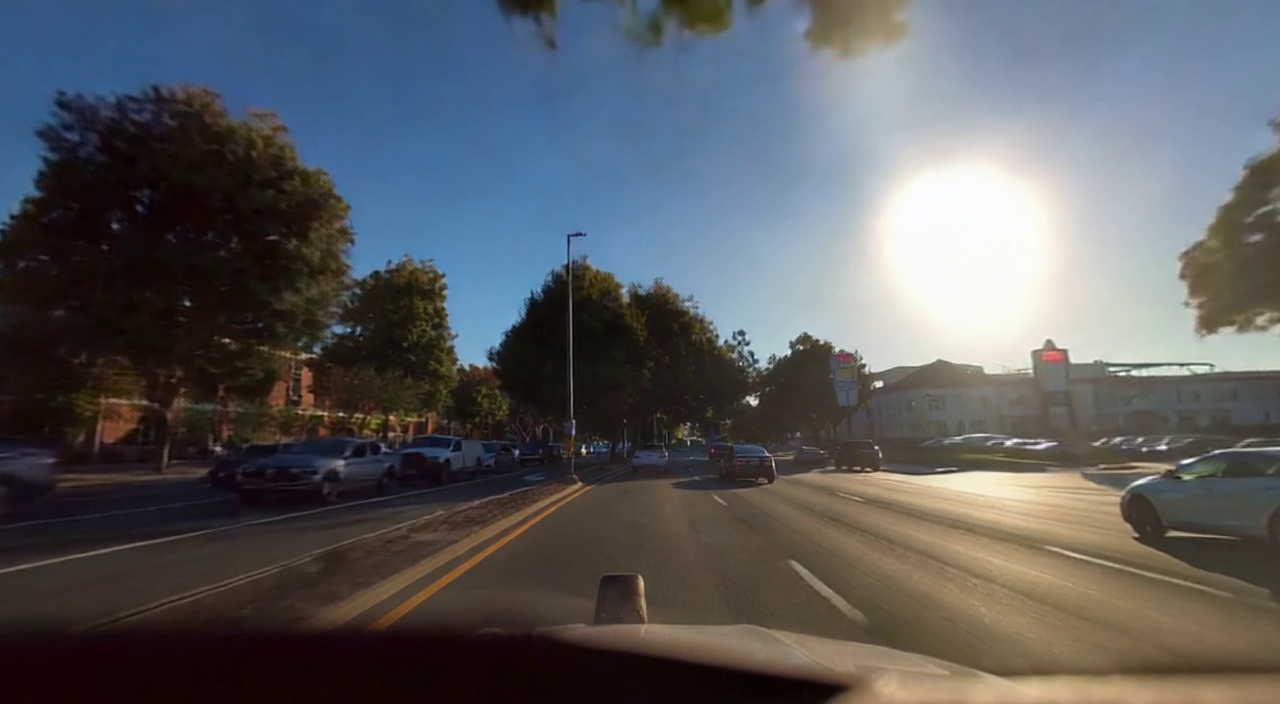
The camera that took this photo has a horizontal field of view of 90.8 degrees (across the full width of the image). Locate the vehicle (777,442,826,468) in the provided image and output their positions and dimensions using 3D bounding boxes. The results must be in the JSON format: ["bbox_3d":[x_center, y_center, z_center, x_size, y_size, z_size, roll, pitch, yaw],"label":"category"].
[{"bbox_3d":[9.531,6.102,37.646,1.860,1.475,4.488,0,-9,2],"label":"vehicle"}]

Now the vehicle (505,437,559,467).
[{"bbox_3d":[-7.090,6.657,42.069,2.218,1.819,5.732,-1,-9,4],"label":"vehicle"}]

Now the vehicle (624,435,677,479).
[{"bbox_3d":[0.502,4.468,27.096,2.101,1.694,3.979,0,-9,2],"label":"vehicle"}]

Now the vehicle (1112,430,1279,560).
[{"bbox_3d":[8.220,1.646,7.345,1.909,1.456,4.569,0,-9,0],"label":"vehicle"}]

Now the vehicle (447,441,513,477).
[{"bbox_3d":[-7.993,5.379,32.121,1.920,1.590,5.041,-3,-8,2],"label":"vehicle"}]

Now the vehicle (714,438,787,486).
[{"bbox_3d":[3.725,3.764,21.893,1.852,1.498,3.825,0,-9,0],"label":"vehicle"}]

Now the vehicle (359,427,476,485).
[{"bbox_3d":[-8.386,3.987,24.510,2.460,1.970,5.271,0,-9,2],"label":"vehicle"}]

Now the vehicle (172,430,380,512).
[{"bbox_3d":[-8.692,2.875,15.785,2.183,1.706,4.862,0,-9,1],"label":"vehicle"}]
